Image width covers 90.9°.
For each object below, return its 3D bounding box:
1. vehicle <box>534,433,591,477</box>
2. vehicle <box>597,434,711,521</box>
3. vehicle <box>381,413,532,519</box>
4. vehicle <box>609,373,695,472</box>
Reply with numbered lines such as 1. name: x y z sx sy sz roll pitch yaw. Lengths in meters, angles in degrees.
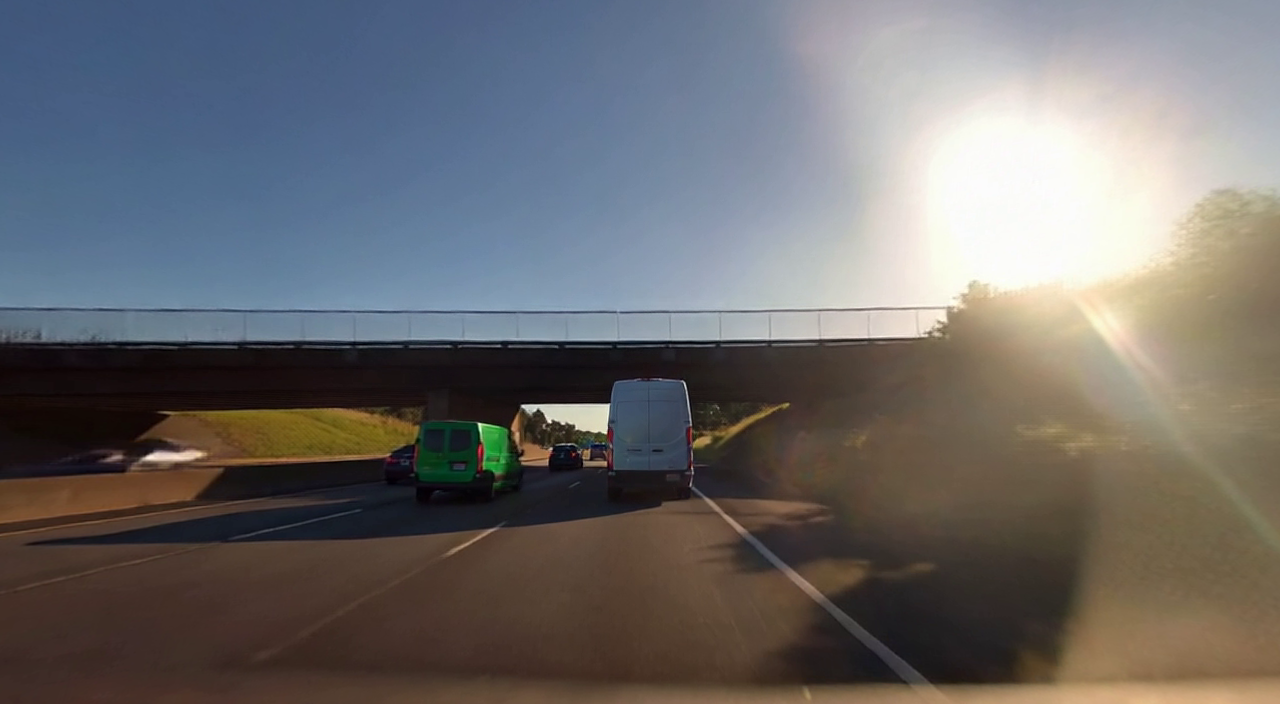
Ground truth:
1. vehicle: -3.485 4.747 29.242 2.068 1.862 4.234 0 -9 0
2. vehicle: 0.234 2.448 12.696 1.991 1.507 3.391 0 -9 0
3. vehicle: -3.648 2.367 13.400 1.951 1.882 3.979 0 -9 1
4. vehicle: 0.480 4.125 33.618 3.289 3.822 18.653 0 -9 0
